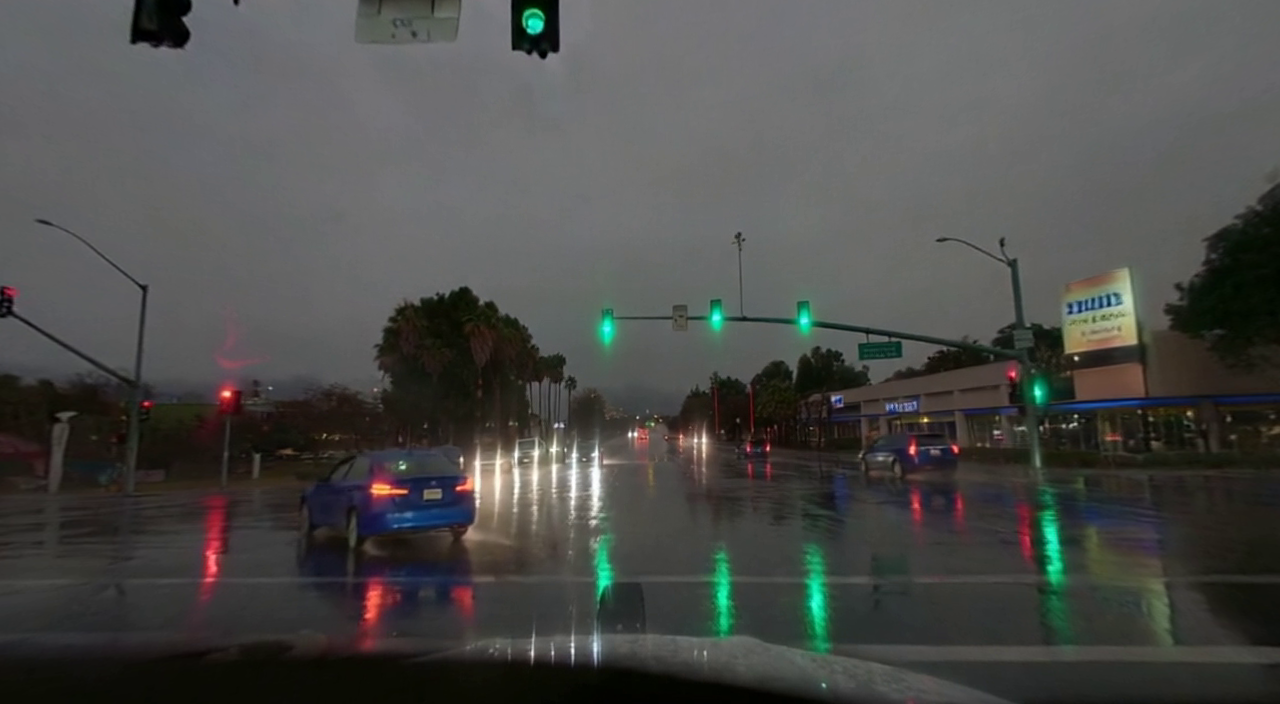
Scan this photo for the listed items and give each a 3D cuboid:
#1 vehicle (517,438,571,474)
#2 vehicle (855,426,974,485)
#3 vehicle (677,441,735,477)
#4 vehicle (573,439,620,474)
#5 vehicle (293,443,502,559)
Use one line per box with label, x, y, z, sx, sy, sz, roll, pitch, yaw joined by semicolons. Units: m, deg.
vehicle;-4.983;5.441;33.305;2.187;1.740;4.022;0;-8;0
vehicle;9.604;3.676;22.621;2.059;1.859;4.690;0;-8;-1
vehicle;2.842;4.724;28.077;1.977;1.449;4.254;0;-8;-2
vehicle;-2.202;5.478;33.326;2.041;1.473;4.221;-1;-5;2
vehicle;-4.173;2.255;10.461;2.089;1.471;4.206;6;-10;-36
